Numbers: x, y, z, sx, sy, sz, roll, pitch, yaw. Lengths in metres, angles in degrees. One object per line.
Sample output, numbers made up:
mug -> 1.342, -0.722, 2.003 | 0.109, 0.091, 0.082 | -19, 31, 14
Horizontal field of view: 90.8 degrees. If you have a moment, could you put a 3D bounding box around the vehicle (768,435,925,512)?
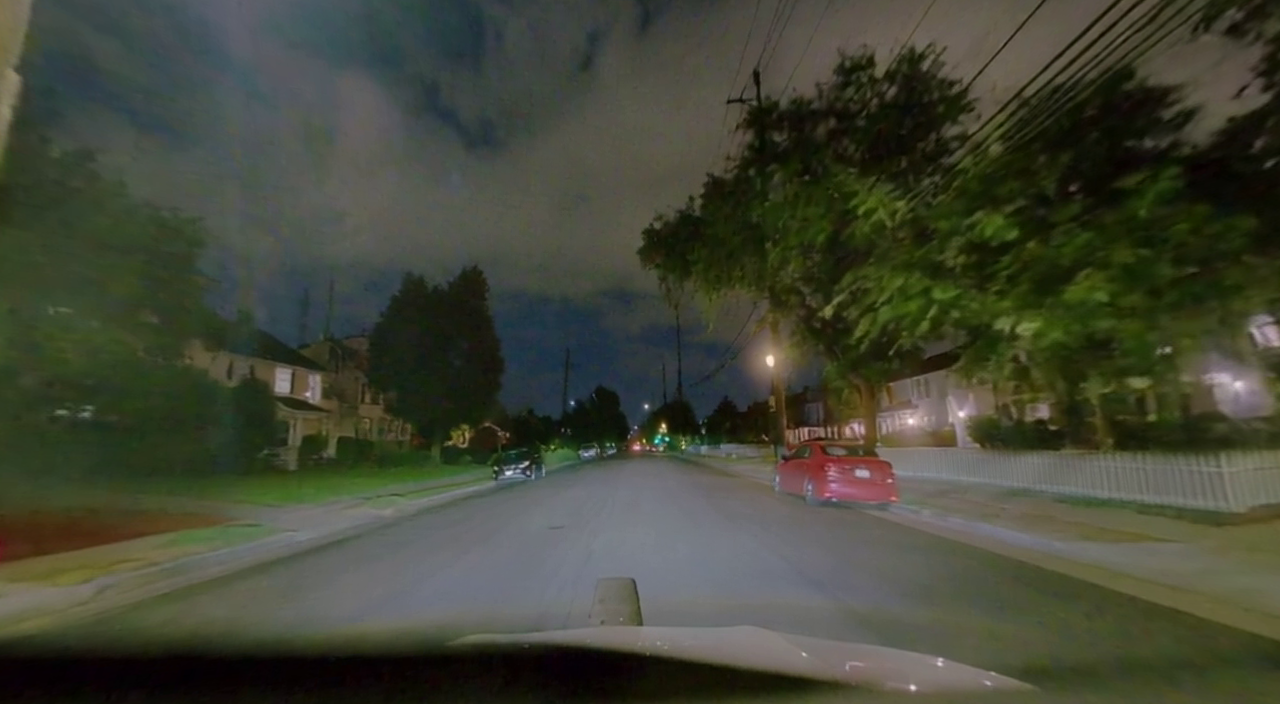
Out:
vehicle -> 4.686, 2.819, 15.157 | 2.170, 1.549, 4.178 | 0, -9, -3

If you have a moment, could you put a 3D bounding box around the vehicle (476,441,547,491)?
vehicle -> -5.249, 4.671, 26.338 | 1.970, 1.666, 4.223 | -4, -7, 0
